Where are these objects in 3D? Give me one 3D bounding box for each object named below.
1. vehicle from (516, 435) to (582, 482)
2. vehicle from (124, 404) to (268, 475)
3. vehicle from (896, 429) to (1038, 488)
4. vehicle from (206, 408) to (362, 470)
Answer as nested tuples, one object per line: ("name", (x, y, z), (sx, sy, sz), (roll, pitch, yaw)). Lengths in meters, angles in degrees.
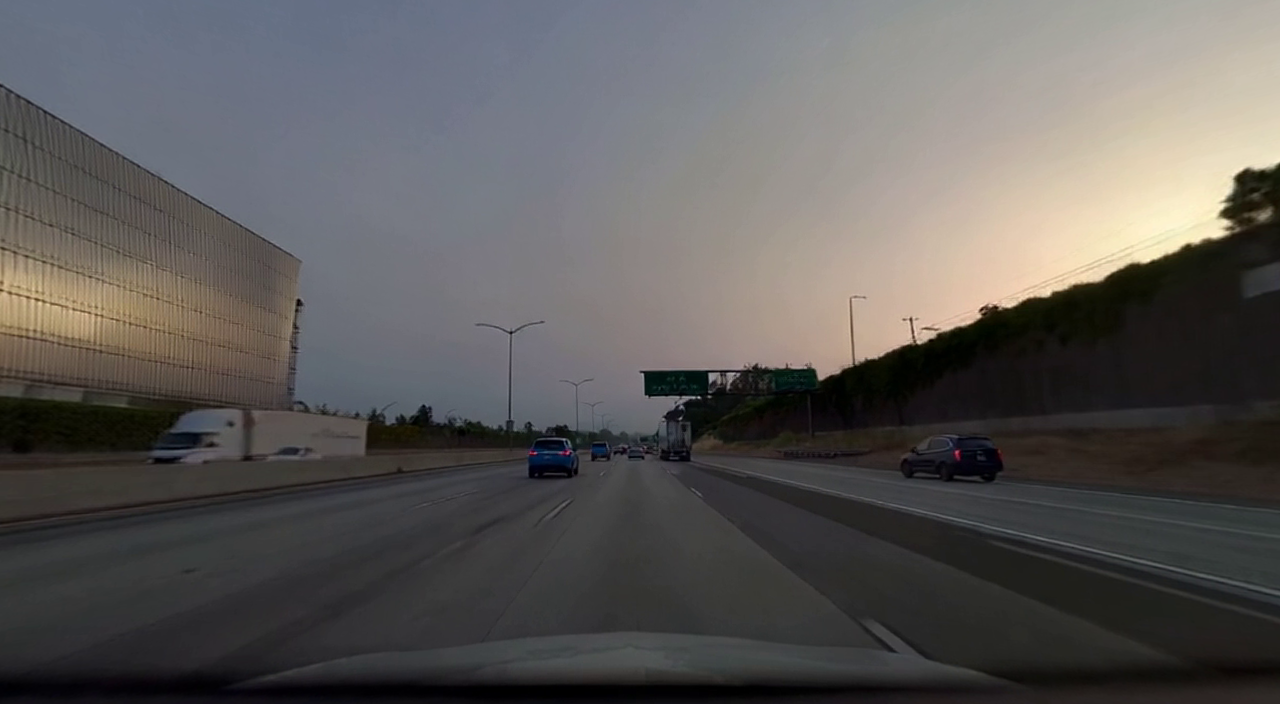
("vehicle", (-3.557, 4.253, 25.497), (2.039, 1.710, 4.237), (0, -9, 0))
("vehicle", (-26.682, 5.399, 38.636), (2.993, 3.848, 7.864), (0, -9, 0))
("vehicle", (11.093, 3.667, 21.997), (2.089, 1.787, 5.080), (0, -9, -1))
("vehicle", (-26.741, 6.916, 49.266), (2.832, 4.056, 16.318), (0, -9, 0))
